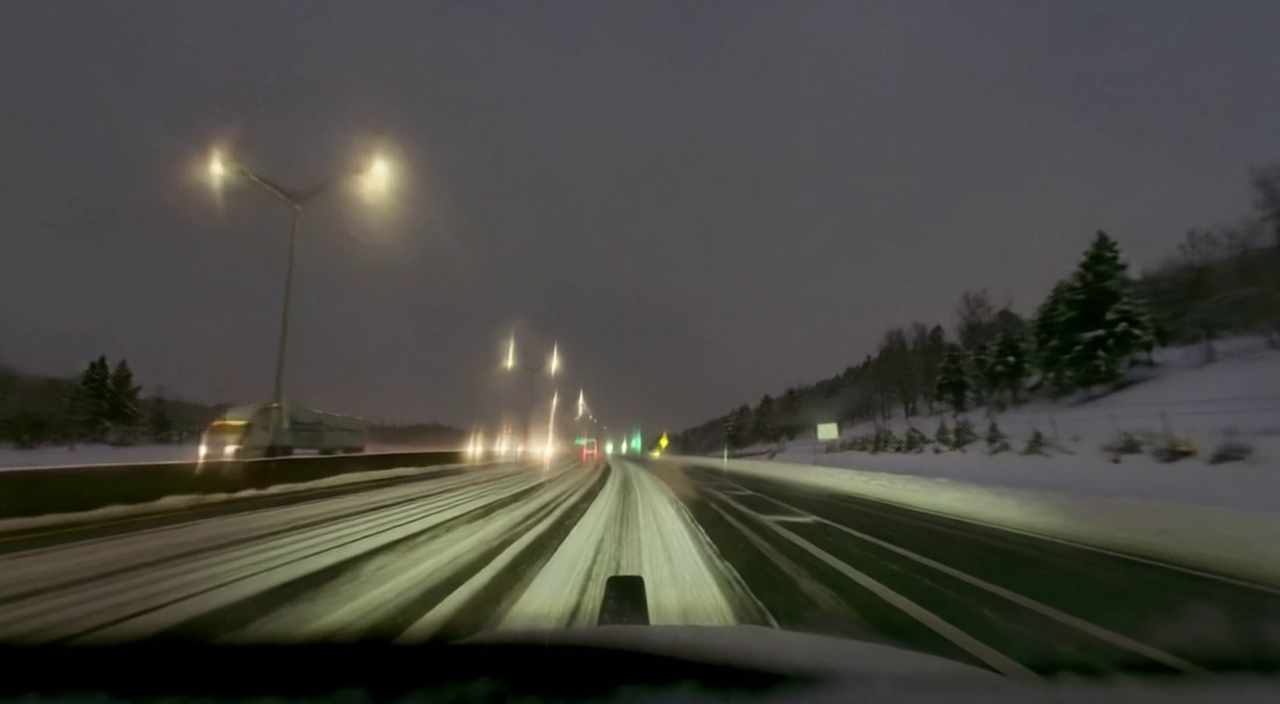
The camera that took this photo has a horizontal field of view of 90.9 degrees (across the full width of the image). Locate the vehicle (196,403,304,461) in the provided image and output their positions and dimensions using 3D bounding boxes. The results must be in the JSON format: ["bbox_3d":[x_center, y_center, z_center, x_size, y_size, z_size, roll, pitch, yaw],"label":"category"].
[{"bbox_3d":[-28.270,5.967,46.325,3.025,3.872,8.107,0,-8,-3],"label":"vehicle"}]
